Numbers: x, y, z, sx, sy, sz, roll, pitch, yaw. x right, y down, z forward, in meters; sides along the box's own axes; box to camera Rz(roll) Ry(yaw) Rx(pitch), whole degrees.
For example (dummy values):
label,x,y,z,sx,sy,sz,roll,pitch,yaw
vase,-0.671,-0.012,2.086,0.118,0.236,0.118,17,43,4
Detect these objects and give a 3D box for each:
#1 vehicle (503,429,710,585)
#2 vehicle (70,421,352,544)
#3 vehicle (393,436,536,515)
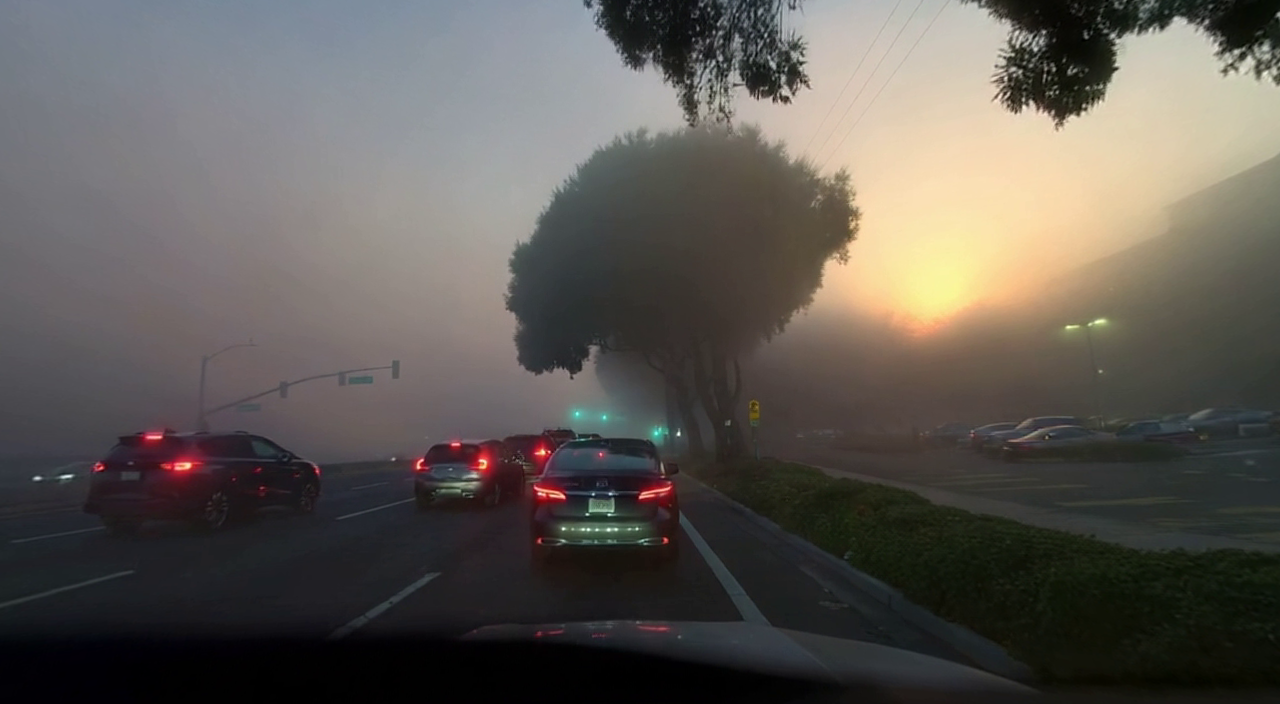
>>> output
label,x,y,z,sx,sy,sz,roll,pitch,yaw
vehicle,-0.340,1.856,8.378,2.066,1.544,3.954,0,-9,0
vehicle,-7.318,2.243,11.490,2.068,1.784,4.224,0,-9,1
vehicle,-3.769,2.732,14.535,1.913,1.521,4.539,0,-9,1
